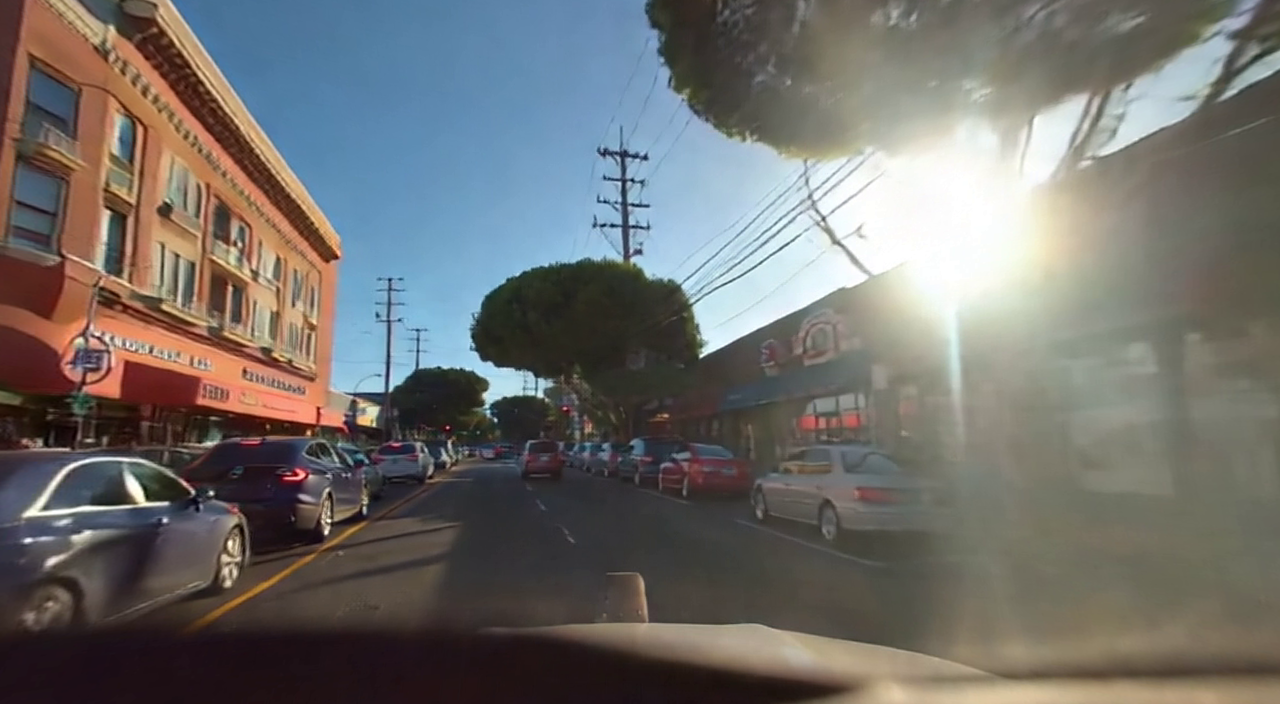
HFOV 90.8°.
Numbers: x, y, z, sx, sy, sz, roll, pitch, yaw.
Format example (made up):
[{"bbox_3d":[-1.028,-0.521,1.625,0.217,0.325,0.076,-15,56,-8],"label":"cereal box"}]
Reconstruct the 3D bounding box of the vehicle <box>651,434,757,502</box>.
[{"bbox_3d":[1.708,3.294,18.391,1.882,1.704,4.055,2,-9,-12],"label":"vehicle"}]

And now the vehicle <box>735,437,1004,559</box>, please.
[{"bbox_3d":[3.419,2.253,10.694,2.059,1.550,4.703,2,-9,-12],"label":"vehicle"}]

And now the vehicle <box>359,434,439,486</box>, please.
[{"bbox_3d":[-9.431,4.221,25.181,2.341,1.825,4.924,2,-9,-14],"label":"vehicle"}]

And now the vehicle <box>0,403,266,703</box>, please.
[{"bbox_3d":[-4.610,1.261,4.317,2.087,1.646,4.563,2,-9,-12],"label":"vehicle"}]

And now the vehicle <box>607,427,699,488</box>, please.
[{"bbox_3d":[0.320,3.872,23.523,2.243,1.992,5.087,2,-9,-13],"label":"vehicle"}]

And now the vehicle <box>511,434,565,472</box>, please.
[{"bbox_3d":[-5.529,5.360,33.801,2.440,1.882,4.611,2,-9,-13],"label":"vehicle"}]
